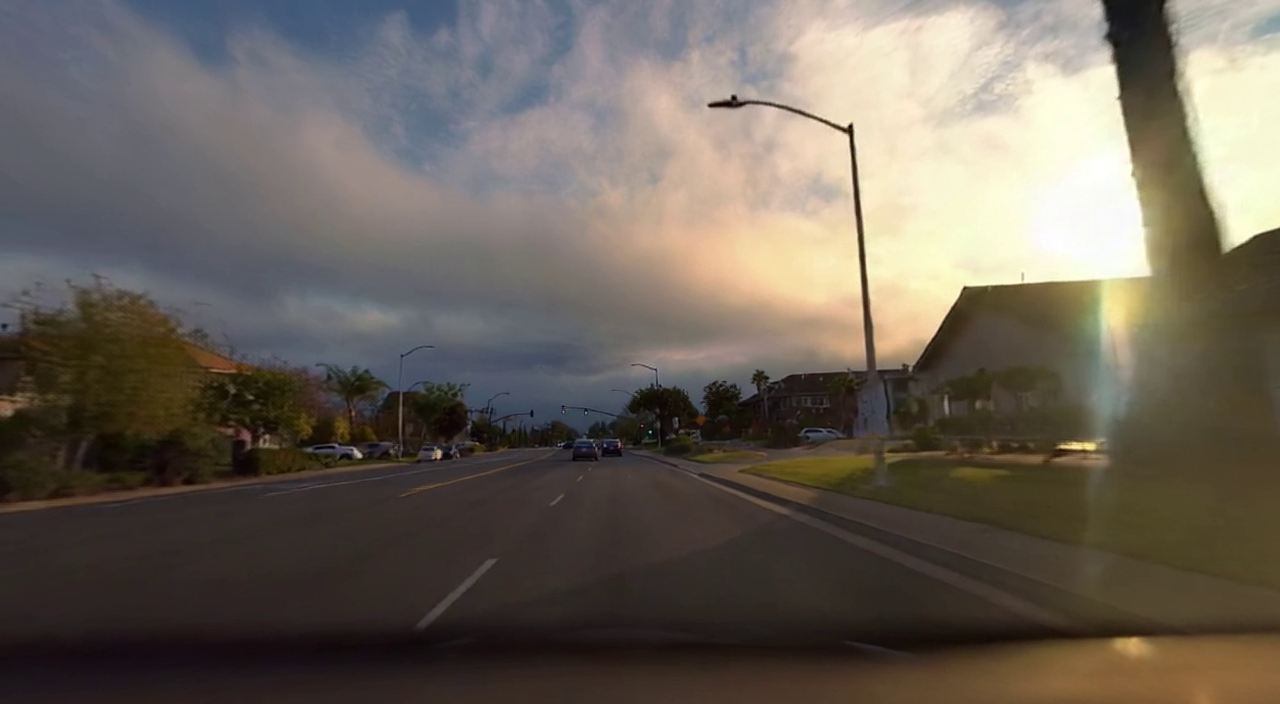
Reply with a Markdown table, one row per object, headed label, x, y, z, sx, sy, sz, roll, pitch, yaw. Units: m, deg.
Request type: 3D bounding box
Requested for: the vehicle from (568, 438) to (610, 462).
| label | x | y | z | sx | sy | sz | roll | pitch | yaw |
| --- | --- | --- | --- | --- | --- | --- | --- | --- | --- |
| vehicle | -3.451 | 6.713 | 43.369 | 2.060 | 1.526 | 3.859 | -1 | -8 | 7 |
